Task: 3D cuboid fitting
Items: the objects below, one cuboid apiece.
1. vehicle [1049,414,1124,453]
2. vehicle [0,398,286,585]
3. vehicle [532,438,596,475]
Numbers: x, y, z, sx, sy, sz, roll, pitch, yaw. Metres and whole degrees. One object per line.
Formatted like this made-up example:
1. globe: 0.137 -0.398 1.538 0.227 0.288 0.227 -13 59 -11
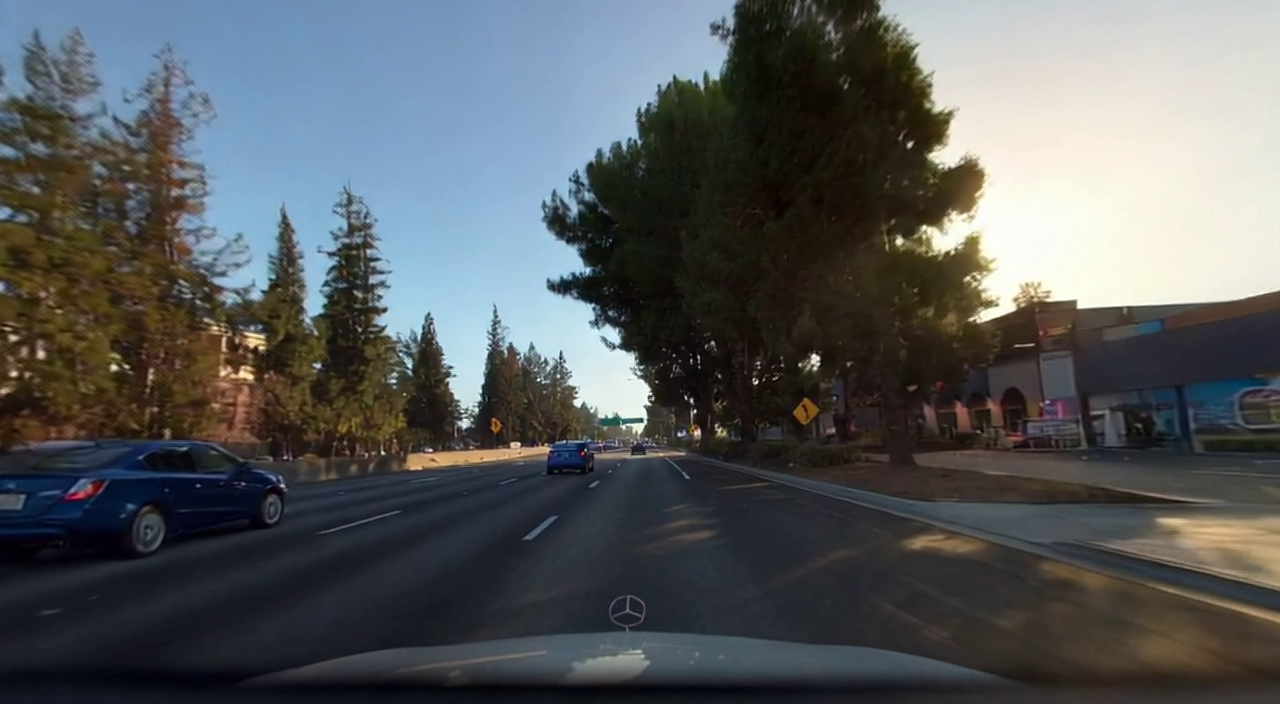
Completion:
1. vehicle: 24.979 4.601 35.492 2.342 2.007 5.843 -3 -9 25
2. vehicle: -6.911 1.625 8.076 2.043 1.726 4.472 0 -8 1
3. vehicle: -3.226 4.544 27.658 2.152 1.479 4.394 0 -9 1
